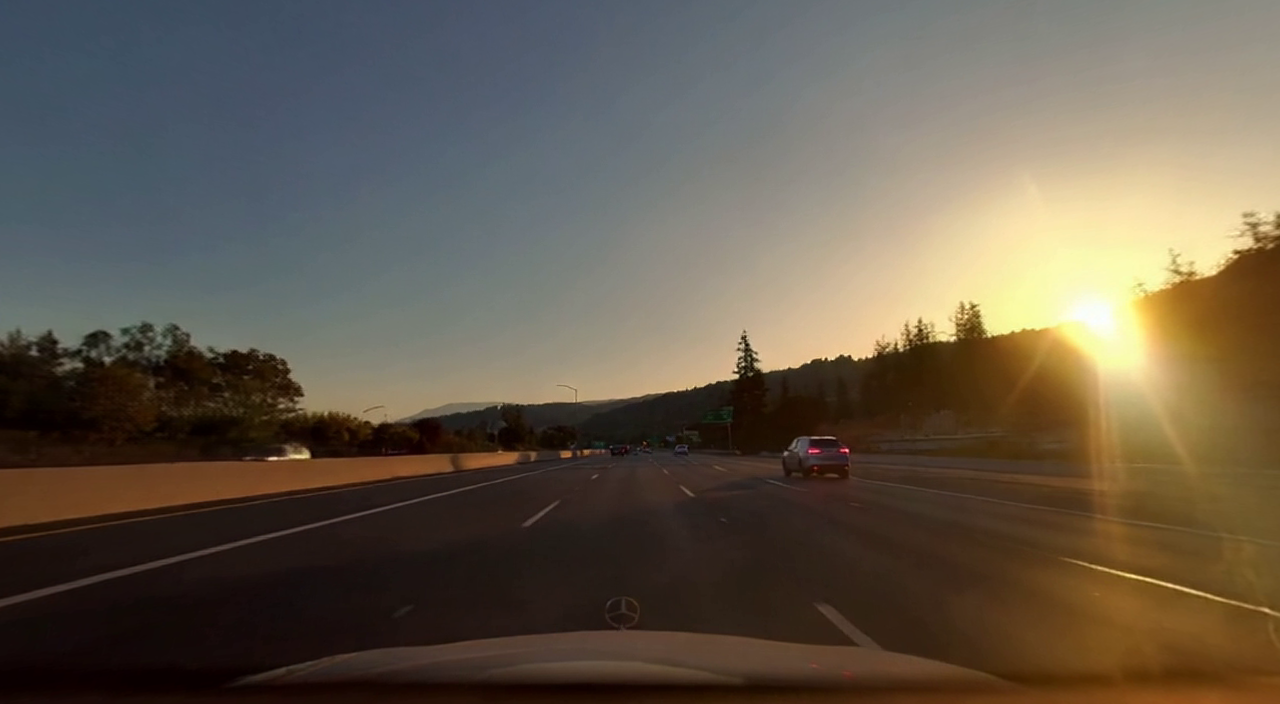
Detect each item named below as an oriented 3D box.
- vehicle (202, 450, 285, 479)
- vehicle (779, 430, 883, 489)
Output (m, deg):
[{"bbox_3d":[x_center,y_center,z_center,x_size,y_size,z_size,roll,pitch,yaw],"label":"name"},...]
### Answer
[{"bbox_3d":[-24.064,6.808,38.431,1.981,1.604,4.605,0,-9,1],"label":"vehicle"},{"bbox_3d":[6.338,3.635,21.540,2.096,1.767,4.601,0,-9,0],"label":"vehicle"}]
